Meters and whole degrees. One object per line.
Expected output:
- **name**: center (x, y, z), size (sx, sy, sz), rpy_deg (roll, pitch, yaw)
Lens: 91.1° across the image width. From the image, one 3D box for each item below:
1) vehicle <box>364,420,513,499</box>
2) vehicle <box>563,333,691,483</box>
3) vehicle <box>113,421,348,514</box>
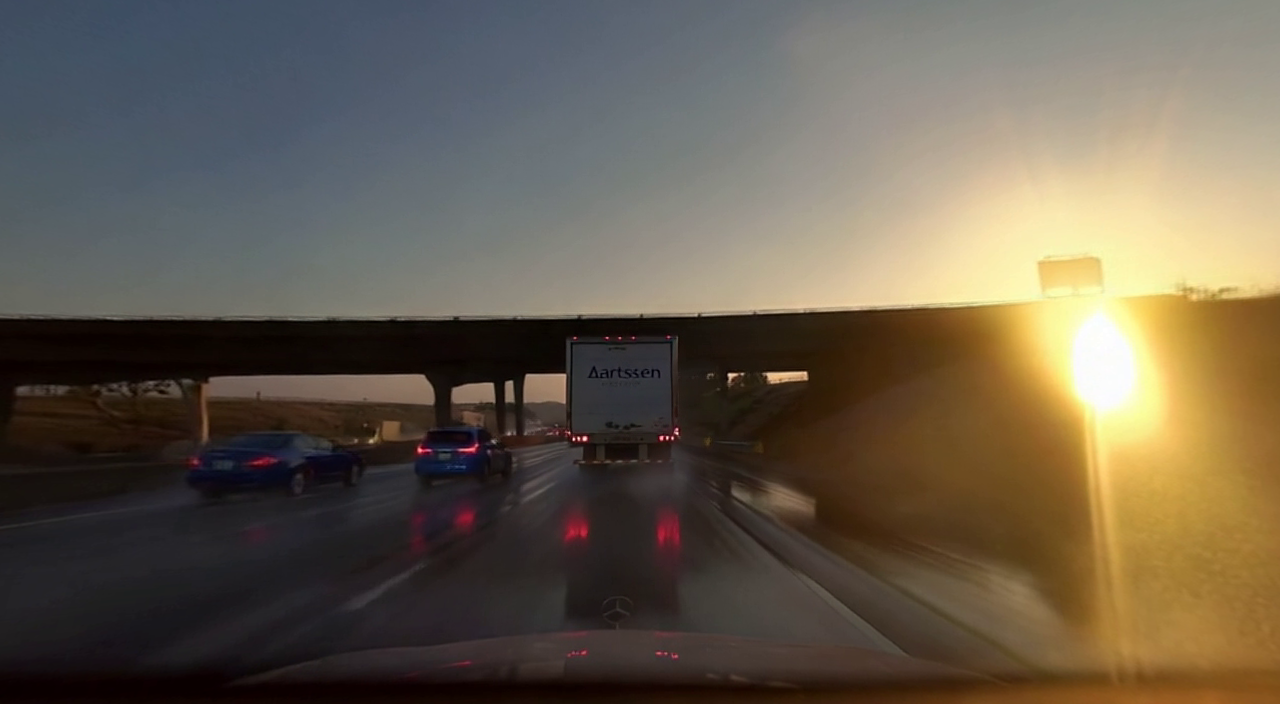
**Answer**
- **vehicle**: center (-4.738, 2.582, 15.698), size (2.052, 1.639, 4.894), rpy_deg (0, -8, 0)
- **vehicle**: center (-0.443, 2.215, 22.559), size (3.442, 4.106, 10.719), rpy_deg (0, -8, -1)
- **vehicle**: center (-8.001, 2.266, 12.938), size (1.944, 1.565, 4.383), rpy_deg (0, -8, -1)
